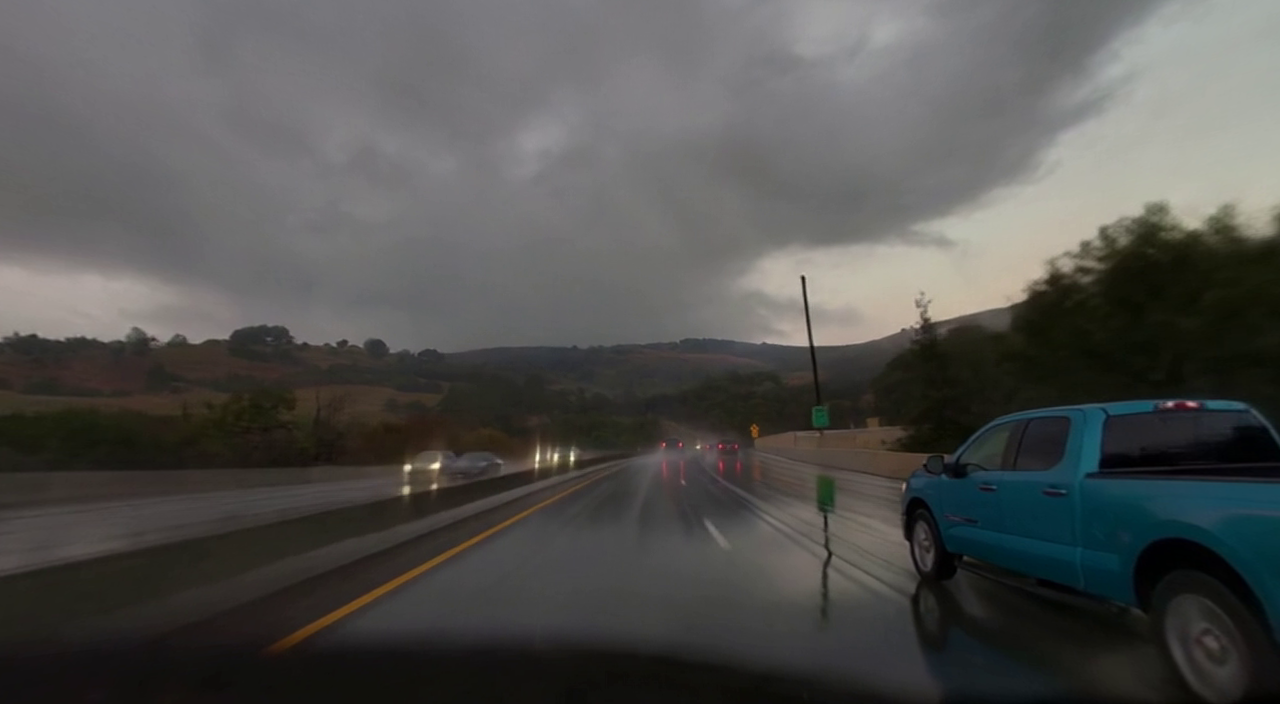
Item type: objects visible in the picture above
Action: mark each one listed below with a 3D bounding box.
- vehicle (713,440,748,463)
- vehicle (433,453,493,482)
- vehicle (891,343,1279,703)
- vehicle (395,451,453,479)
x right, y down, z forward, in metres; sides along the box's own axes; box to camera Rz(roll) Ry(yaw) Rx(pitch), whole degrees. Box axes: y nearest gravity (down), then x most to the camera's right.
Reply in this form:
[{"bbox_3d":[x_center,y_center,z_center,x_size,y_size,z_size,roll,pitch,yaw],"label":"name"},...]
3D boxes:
[{"bbox_3d":[6.684,7.389,46.985,2.249,1.635,4.118,-1,-9,4],"label":"vehicle"},{"bbox_3d":[-9.770,6.365,35.213,1.845,1.453,4.531,-1,-9,3],"label":"vehicle"},{"bbox_3d":[3.773,1.090,4.295,2.151,1.744,4.709,0,-9,0],"label":"vehicle"},{"bbox_3d":[-13.594,7.124,40.059,1.903,1.583,4.260,-1,-9,4],"label":"vehicle"}]
